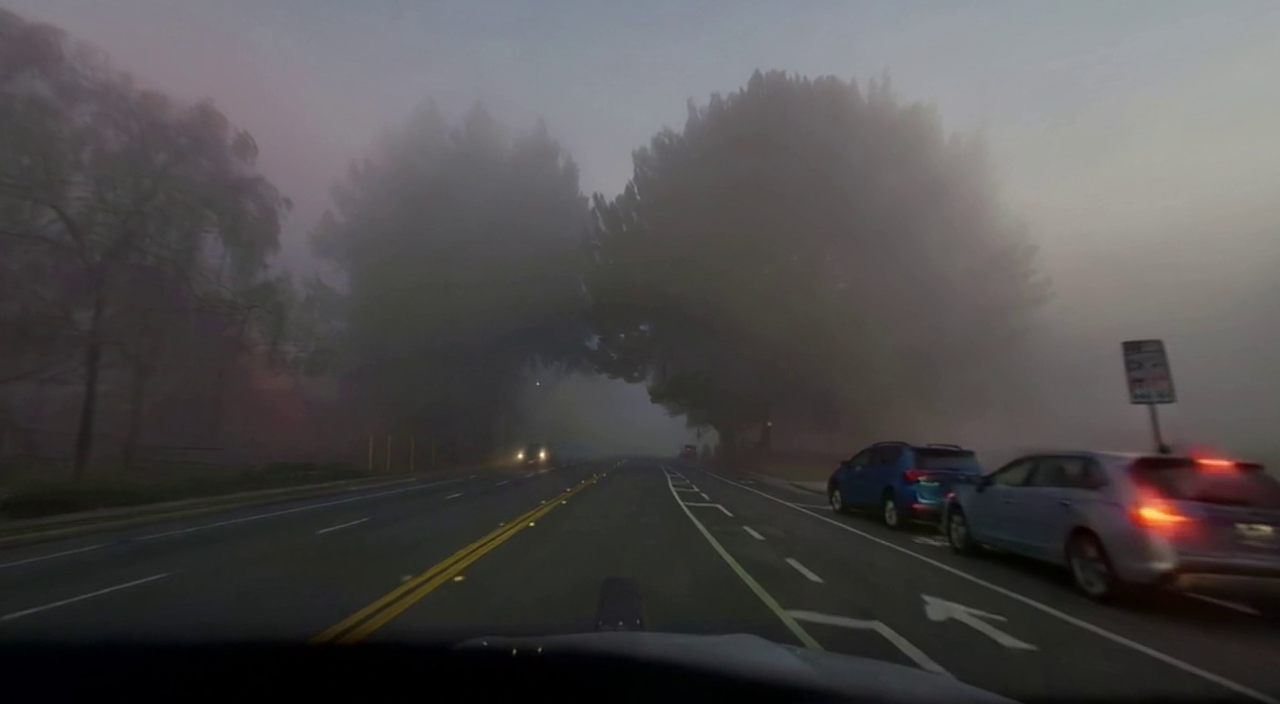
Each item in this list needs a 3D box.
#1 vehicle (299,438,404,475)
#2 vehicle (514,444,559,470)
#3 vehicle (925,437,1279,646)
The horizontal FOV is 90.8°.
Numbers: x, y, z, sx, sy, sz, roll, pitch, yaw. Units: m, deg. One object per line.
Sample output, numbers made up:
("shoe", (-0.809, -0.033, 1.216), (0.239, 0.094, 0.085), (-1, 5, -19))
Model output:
("vehicle", (-16.257, 5.859, 35.714), (5.125, 1.941, 2.086), (4, -9, -26))
("vehicle", (-6.579, 6.696, 40.509), (2.057, 1.495, 4.592), (0, -8, 1))
("vehicle", (5.169, 1.792, 7.140), (1.891, 1.611, 4.269), (0, -8, 0))
